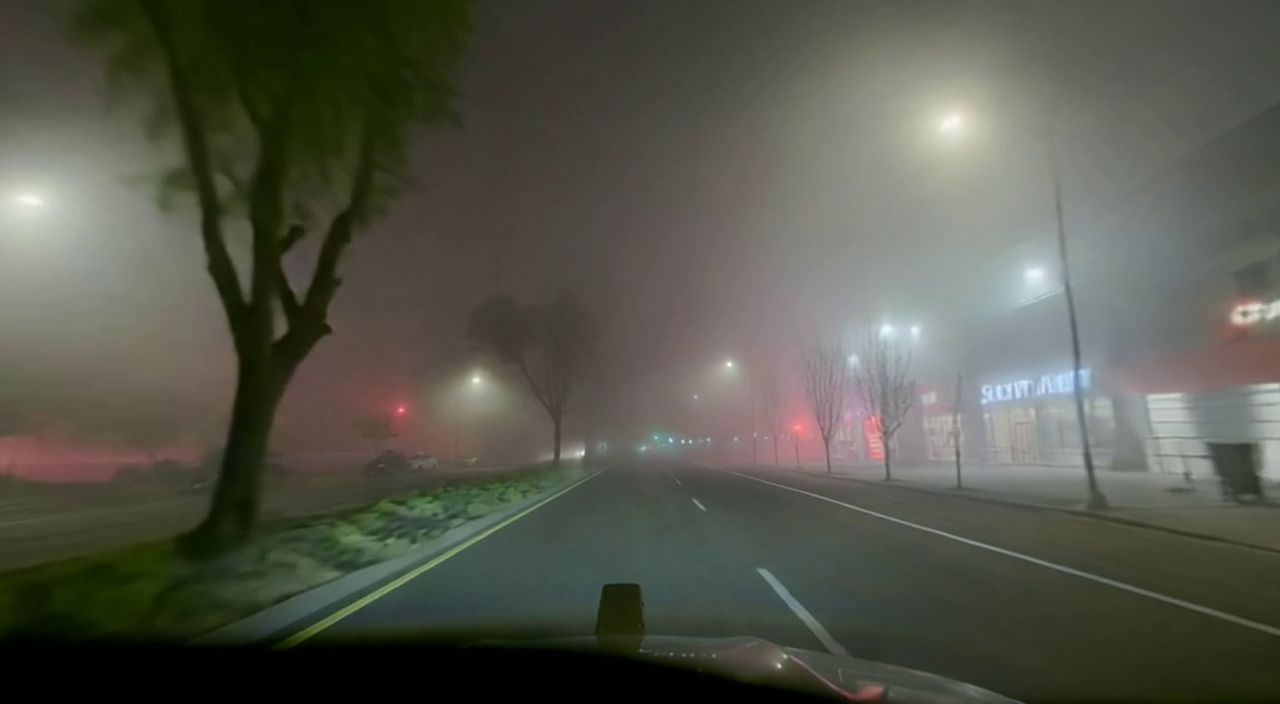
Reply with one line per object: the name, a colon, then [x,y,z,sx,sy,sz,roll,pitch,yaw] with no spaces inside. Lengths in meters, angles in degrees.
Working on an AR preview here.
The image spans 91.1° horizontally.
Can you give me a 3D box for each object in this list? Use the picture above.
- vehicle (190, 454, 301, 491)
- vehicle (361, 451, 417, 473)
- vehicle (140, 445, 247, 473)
vehicle: [-18.906,5.776,30.413,2.121,1.567,5.042,0,-9,0]
vehicle: [-18.692,8.188,47.039,2.034,1.562,4.828,-1,-9,3]
vehicle: [-26.519,6.361,37.460,4.727,1.611,1.960,1,-9,-7]
